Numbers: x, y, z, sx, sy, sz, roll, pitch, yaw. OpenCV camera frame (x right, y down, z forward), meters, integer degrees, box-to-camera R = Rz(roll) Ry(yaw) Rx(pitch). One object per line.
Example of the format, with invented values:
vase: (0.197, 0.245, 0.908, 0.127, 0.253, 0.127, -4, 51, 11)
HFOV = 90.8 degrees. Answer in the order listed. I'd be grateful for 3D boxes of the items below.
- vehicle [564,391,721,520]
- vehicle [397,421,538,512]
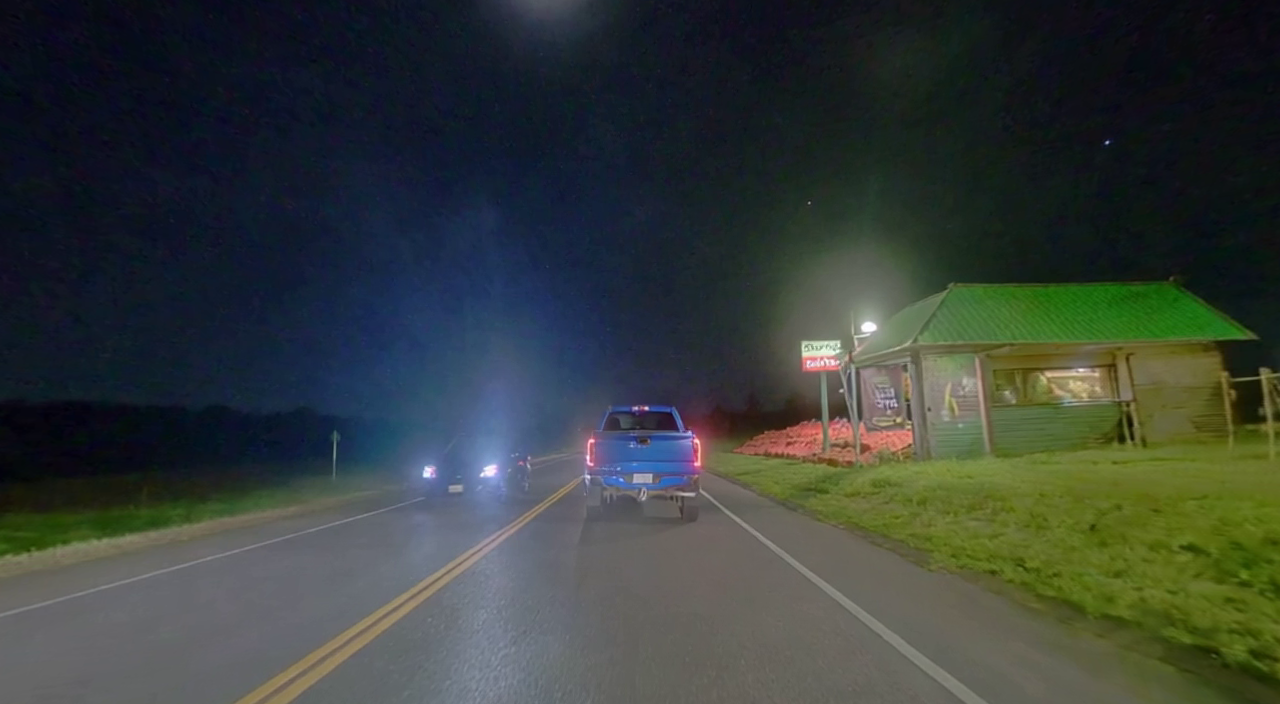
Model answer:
vehicle: (-0.040, 2.218, 13.926, 2.693, 2.223, 5.885, 0, -8, -2)
vehicle: (-4.021, 2.756, 15.675, 2.180, 1.801, 4.679, -2, -8, 0)
